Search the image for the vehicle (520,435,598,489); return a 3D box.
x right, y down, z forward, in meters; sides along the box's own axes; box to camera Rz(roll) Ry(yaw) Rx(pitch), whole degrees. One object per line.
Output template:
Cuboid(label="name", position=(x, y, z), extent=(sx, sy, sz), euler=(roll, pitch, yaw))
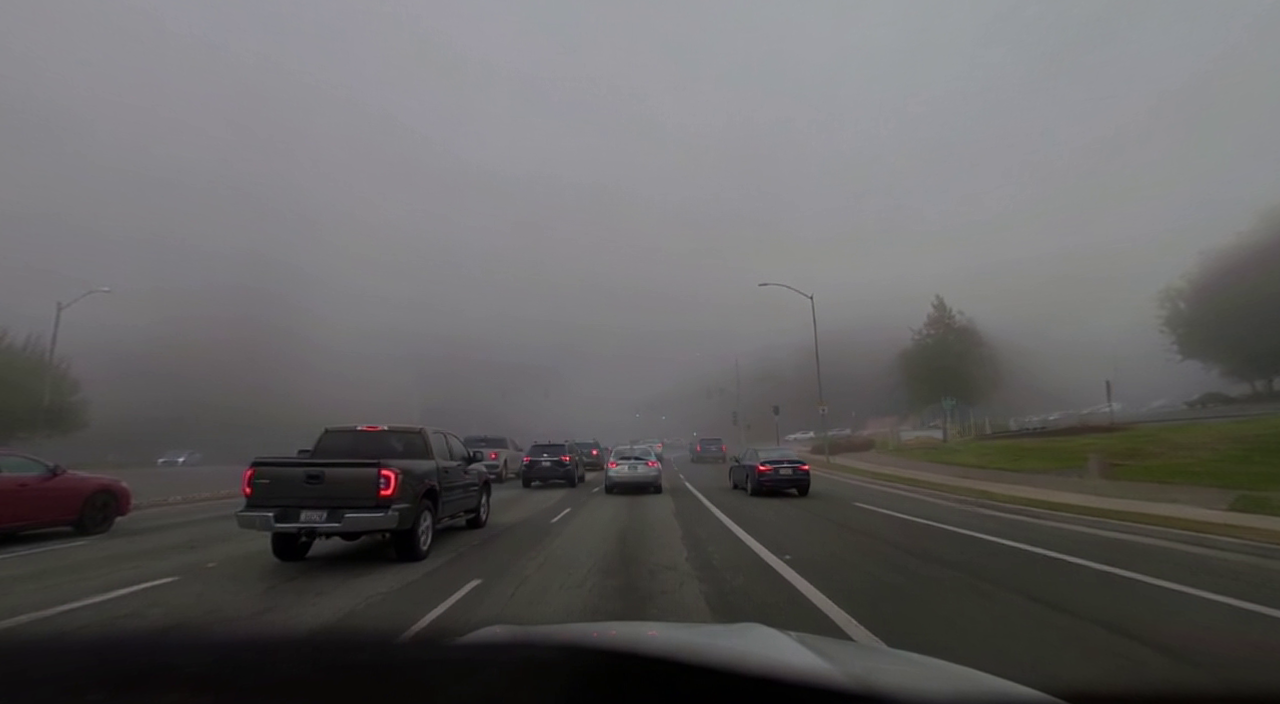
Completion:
Cuboid(label="vehicle", position=(-2.956, 4.149, 24.112), extent=(2.218, 1.829, 4.492), euler=(-1, -9, 2))

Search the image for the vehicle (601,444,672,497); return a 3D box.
Cuboid(label="vehicle", position=(-0.081, 3.735, 20.346), extent=(2.030, 1.477, 4.330), euler=(0, -9, 1))

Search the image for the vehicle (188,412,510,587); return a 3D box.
Cuboid(label="vehicle", position=(-3.480, 1.880, 9.056), extent=(2.111, 1.745, 5.274), euler=(0, -9, 0))

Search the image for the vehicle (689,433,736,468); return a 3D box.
Cuboid(label="vehicle", position=(4.045, 5.608, 35.895), extent=(2.099, 1.845, 4.363), euler=(0, -9, -1))

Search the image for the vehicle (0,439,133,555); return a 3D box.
Cuboid(label="vehicle", position=(-9.342, 1.833, 7.905), extent=(2.146, 1.480, 4.589), euler=(0, -9, 1))

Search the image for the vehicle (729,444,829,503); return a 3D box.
Cuboid(label="vehicle", position=(3.860, 3.428, 18.296), extent=(1.884, 1.463, 4.195), euler=(0, -9, -1))

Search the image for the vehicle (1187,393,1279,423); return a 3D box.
Cuboid(label="vehicle", position=(44.278, 4.213, 47.176), extent=(5.388, 2.023, 2.174), euler=(1, -9, -12))
